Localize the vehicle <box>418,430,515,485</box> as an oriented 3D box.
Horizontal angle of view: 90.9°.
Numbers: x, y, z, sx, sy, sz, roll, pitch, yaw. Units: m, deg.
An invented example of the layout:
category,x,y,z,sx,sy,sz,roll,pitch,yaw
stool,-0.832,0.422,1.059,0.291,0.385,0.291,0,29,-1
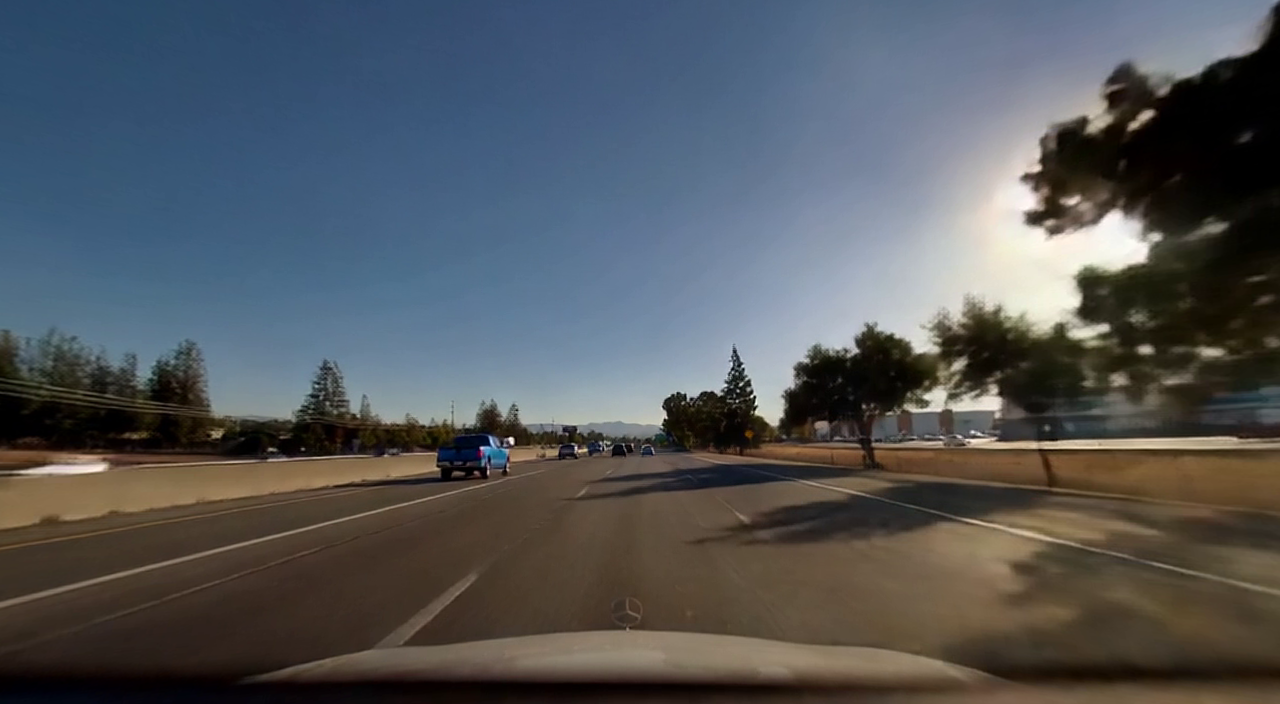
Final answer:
category,x,y,z,sx,sy,sz,roll,pitch,yaw
vehicle,-6.788,4.206,25.541,2.156,1.911,5.956,0,-8,1
